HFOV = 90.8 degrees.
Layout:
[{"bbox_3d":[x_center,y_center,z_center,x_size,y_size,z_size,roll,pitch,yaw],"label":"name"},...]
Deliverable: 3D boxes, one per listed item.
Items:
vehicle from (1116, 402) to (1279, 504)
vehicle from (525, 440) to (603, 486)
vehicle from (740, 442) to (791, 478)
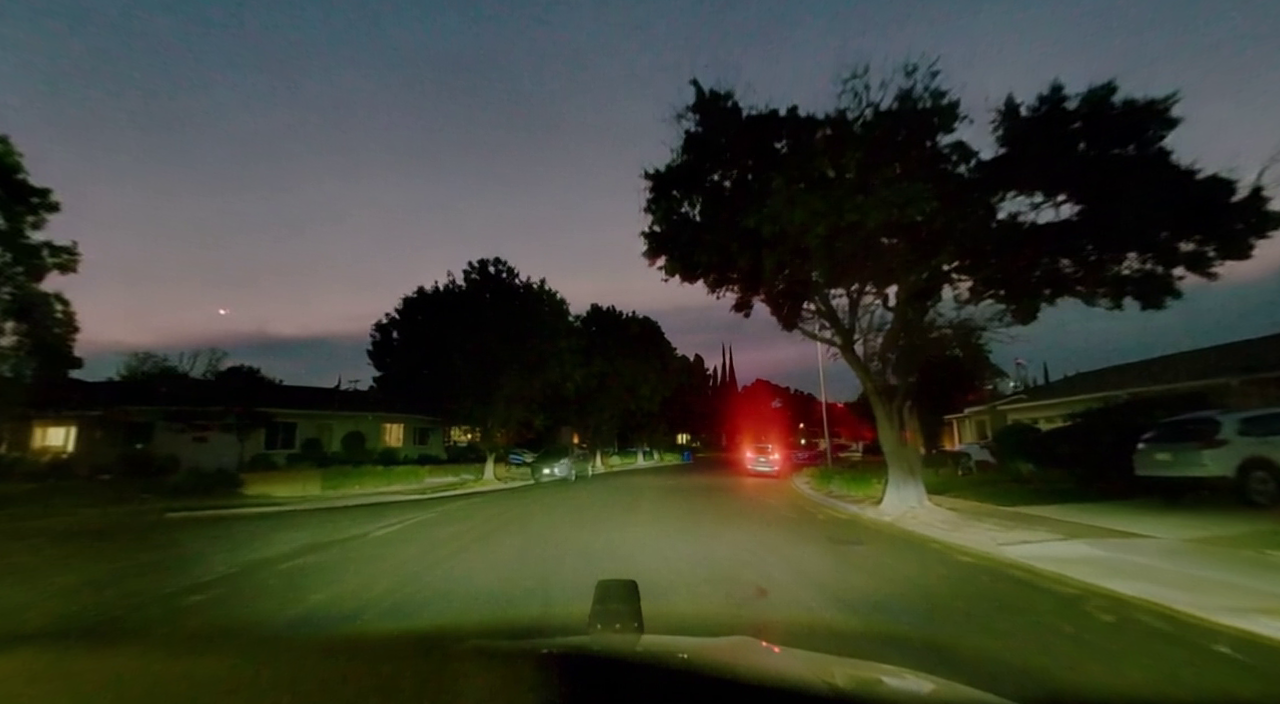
[{"bbox_3d":[11.976,1.844,11.679,4.781,1.700,1.914,0,-9,-2],"label":"vehicle"},{"bbox_3d":[-3.294,4.893,28.193,2.041,1.762,4.508,-4,-8,12],"label":"vehicle"},{"bbox_3d":[6.508,5.471,32.351,2.075,1.657,4.648,-3,-9,16],"label":"vehicle"}]
